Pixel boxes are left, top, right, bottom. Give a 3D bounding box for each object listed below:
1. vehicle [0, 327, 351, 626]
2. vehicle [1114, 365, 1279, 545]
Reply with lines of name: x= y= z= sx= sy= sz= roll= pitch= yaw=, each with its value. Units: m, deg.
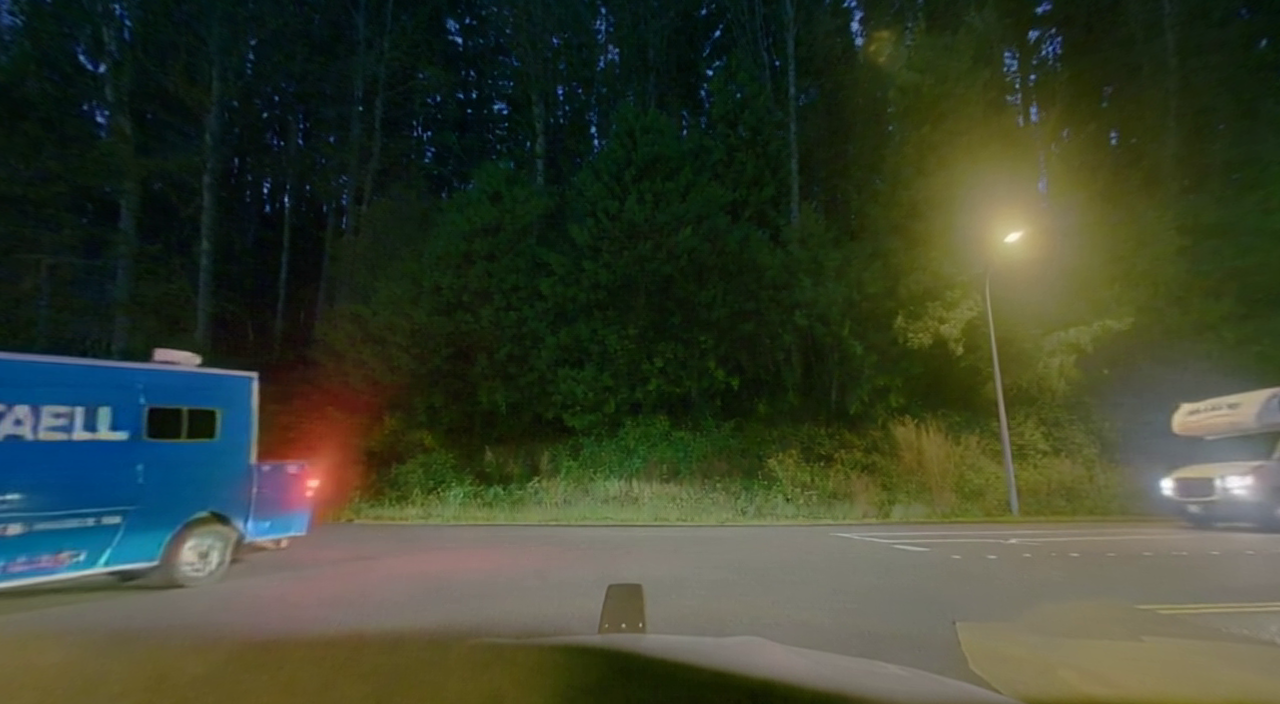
vehicle: x=-6.221 y=1.101 z=5.795 sx=2.247 sy=2.424 sz=5.923 roll=-9 pitch=-12 yaw=44
vehicle: x=14.928 y=2.074 z=12.944 sx=8.152 sy=3.185 sz=2.776 roll=0 pitch=-9 yaw=-3
